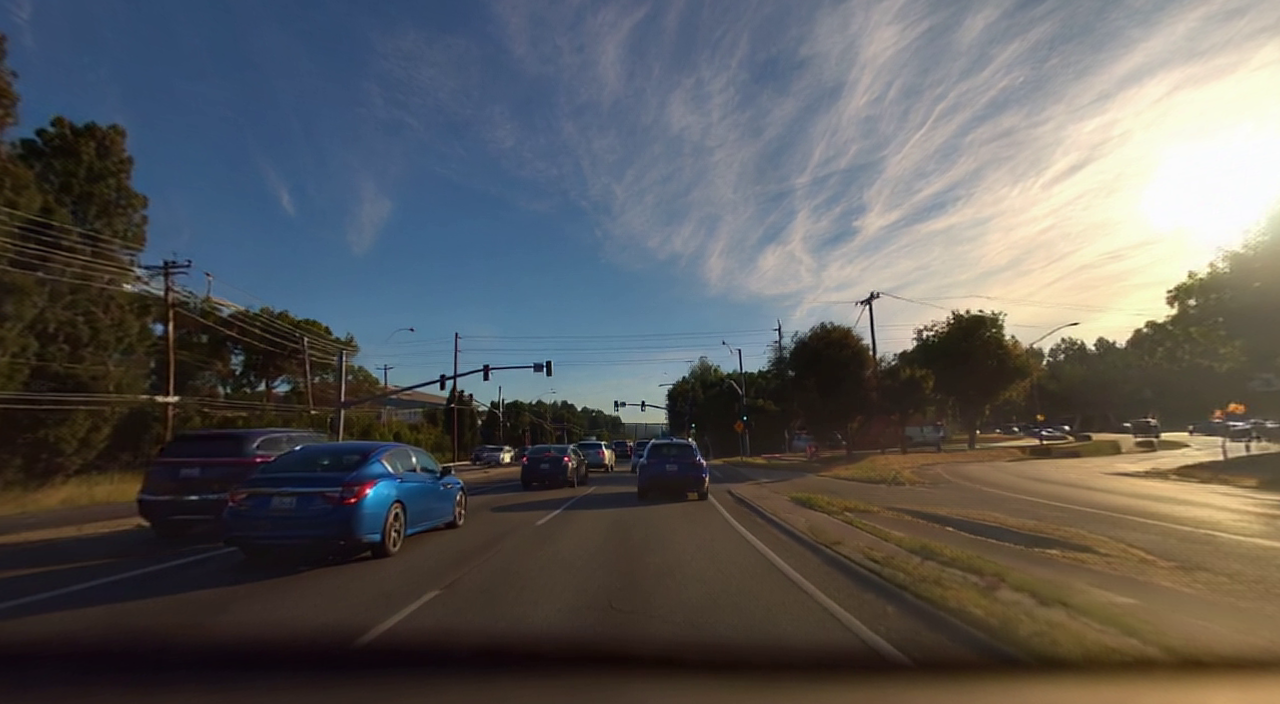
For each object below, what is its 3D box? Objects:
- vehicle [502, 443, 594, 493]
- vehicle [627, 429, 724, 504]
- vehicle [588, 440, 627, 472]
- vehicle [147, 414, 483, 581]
[{"bbox_3d":[-2.852,3.704,20.567,2.105,1.436,4.311,-1,-8,4],"label":"vehicle"},{"bbox_3d":[0.888,2.919,16.487,2.205,1.691,3.937,0,-8,2],"label":"vehicle"},{"bbox_3d":[-1.862,6.118,37.391,1.788,1.773,3.731,-1,-9,5],"label":"vehicle"},{"bbox_3d":[-3.761,1.763,8.476,2.018,1.621,4.441,0,-8,2],"label":"vehicle"}]
